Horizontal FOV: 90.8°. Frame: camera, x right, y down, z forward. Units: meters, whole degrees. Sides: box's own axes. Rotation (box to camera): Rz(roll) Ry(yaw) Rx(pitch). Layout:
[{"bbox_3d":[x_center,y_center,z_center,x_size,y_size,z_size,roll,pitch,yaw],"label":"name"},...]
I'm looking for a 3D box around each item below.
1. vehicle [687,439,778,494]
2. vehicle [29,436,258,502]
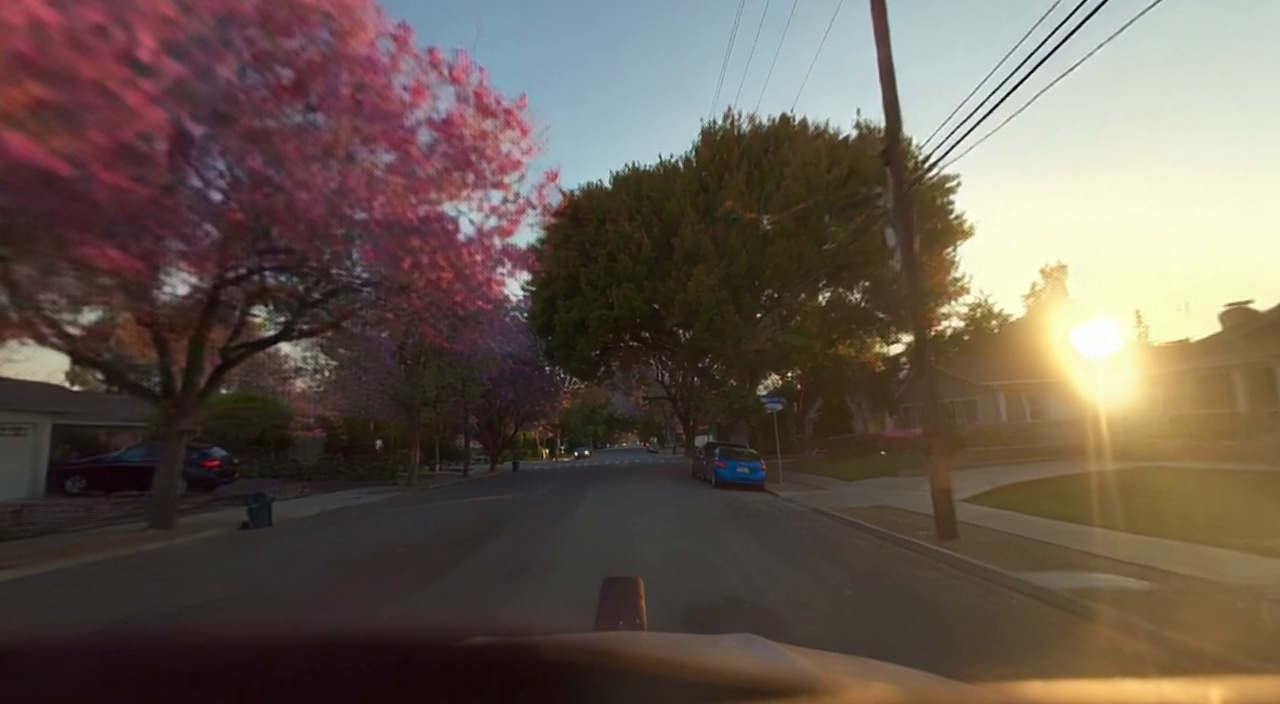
[{"bbox_3d":[2.670,3.413,19.291,2.022,1.455,4.406,0,-8,-1],"label":"vehicle"},{"bbox_3d":[-16.635,3.897,21.473,5.902,1.796,2.183,-3,-7,-3],"label":"vehicle"}]
